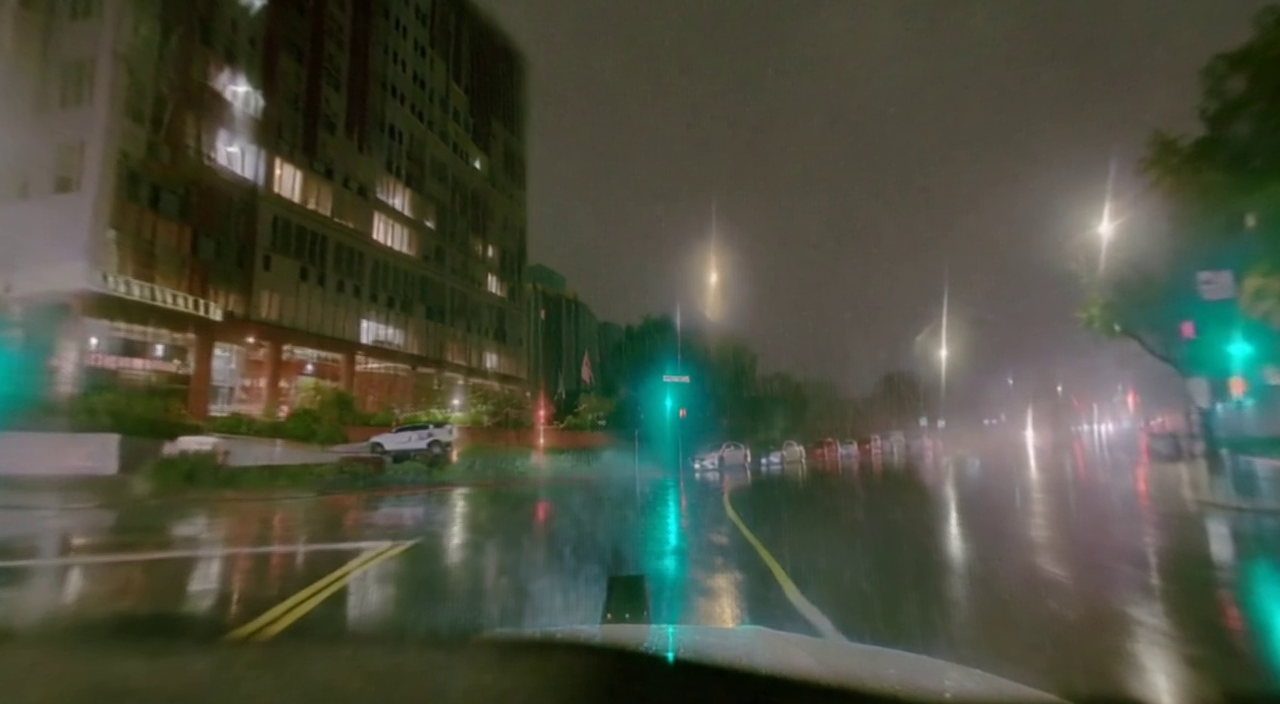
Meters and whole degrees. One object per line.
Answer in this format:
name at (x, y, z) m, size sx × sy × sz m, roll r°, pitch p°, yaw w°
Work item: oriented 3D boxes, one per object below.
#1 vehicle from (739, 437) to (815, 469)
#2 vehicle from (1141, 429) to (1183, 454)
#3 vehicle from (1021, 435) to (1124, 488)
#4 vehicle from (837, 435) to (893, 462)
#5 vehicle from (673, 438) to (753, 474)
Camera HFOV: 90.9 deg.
vehicle at (7.885, 5.703, 35.988) m, size 2.179 × 1.658 × 4.765 m, roll -7°, pitch -10°, yaw 40°
vehicle at (38.807, 6.642, 46.809) m, size 2.189 × 1.753 × 4.376 m, roll -7°, pitch -10°, yaw 40°
vehicle at (13.844, 3.464, 20.470) m, size 2.148 × 1.488 × 4.508 m, roll -4°, pitch -9°, yaw 27°
vehicle at (13.366, 5.680, 37.295) m, size 1.852 × 1.465 × 4.092 m, roll -6°, pitch -10°, yaw 38°
vehicle at (3.711, 5.185, 31.730) m, size 1.922 × 1.628 × 4.291 m, roll -7°, pitch -10°, yaw 39°
